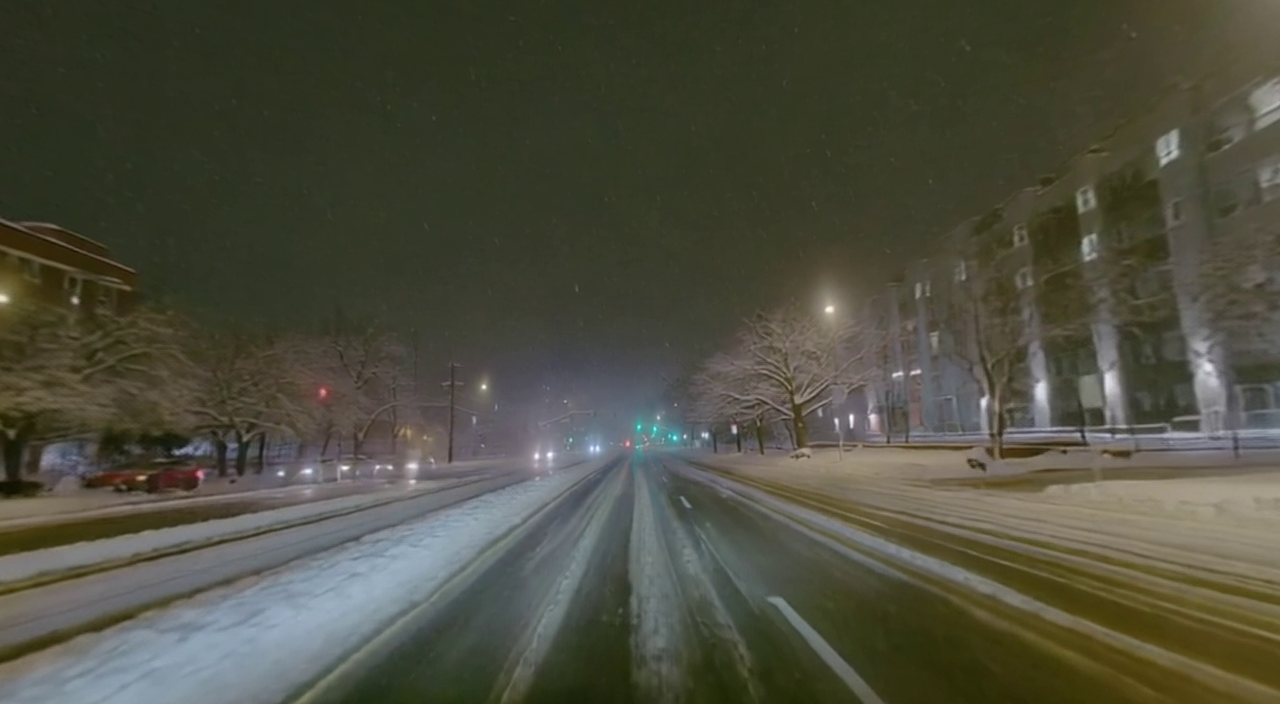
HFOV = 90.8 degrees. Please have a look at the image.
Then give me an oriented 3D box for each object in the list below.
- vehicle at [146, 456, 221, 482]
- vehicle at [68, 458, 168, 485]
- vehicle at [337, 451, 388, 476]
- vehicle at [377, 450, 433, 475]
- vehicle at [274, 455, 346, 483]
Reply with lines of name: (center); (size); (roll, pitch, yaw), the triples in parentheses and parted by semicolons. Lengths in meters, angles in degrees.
vehicle: (-29.860, 7.644, 41.370); (3.637, 1.430, 1.636); (-2, -8, -1)
vehicle: (-30.265, 6.910, 36.692); (4.126, 1.455, 1.791); (0, -9, -2)
vehicle: (-19.925, 8.013, 45.538); (1.815, 1.629, 4.123); (0, -8, -1)
vehicle: (-15.744, 7.394, 42.604); (1.963, 1.500, 4.700); (-1, -8, 1)
vehicle: (-19.820, 7.037, 38.177); (1.856, 1.479, 4.554); (-1, -8, 1)
